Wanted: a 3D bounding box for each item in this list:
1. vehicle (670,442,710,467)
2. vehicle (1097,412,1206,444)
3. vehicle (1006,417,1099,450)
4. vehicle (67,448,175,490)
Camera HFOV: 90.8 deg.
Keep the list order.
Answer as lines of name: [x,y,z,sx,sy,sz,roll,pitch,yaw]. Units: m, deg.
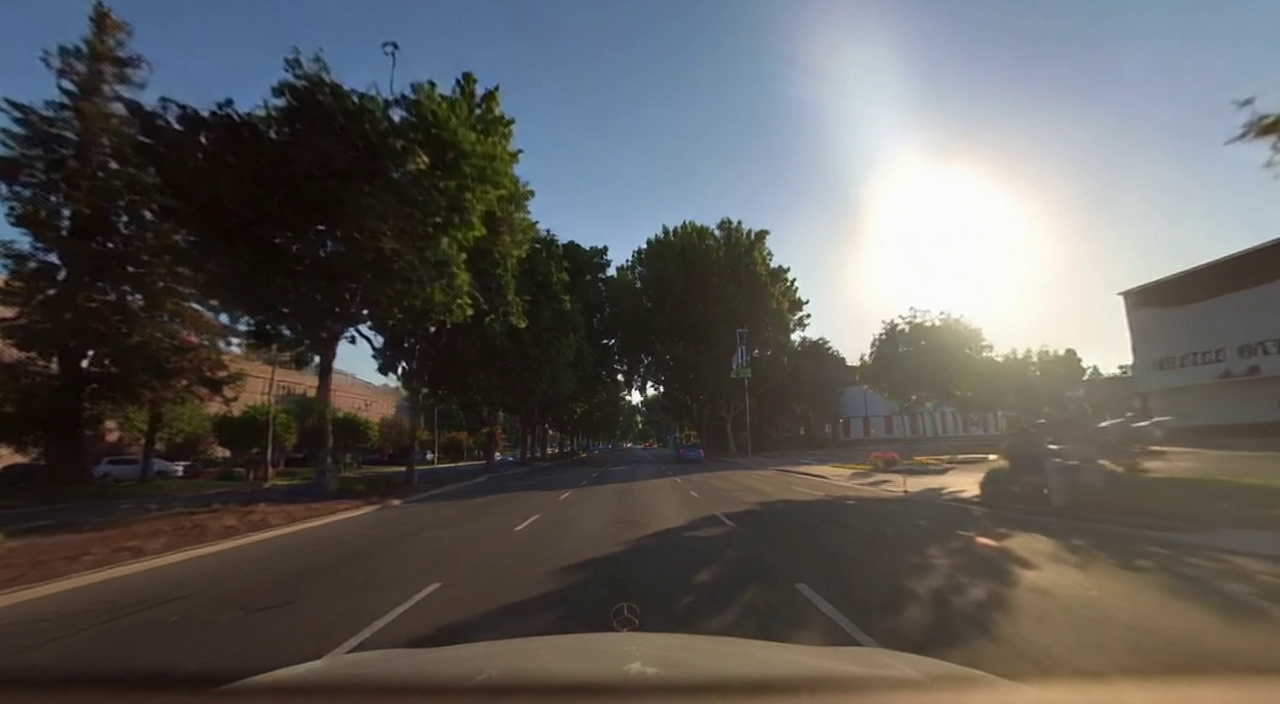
vehicle: [3.149,6.586,40.746,2.033,1.482,4.571,0,-8,-2]
vehicle: [27.573,4.138,34.289,2.037,1.633,4.447,1,-7,-4]
vehicle: [21.792,4.382,33.631,1.911,1.604,4.411,0,-8,-1]
vehicle: [-35.189,7.894,43.144,2.182,2.543,6.006,0,-8,0]
